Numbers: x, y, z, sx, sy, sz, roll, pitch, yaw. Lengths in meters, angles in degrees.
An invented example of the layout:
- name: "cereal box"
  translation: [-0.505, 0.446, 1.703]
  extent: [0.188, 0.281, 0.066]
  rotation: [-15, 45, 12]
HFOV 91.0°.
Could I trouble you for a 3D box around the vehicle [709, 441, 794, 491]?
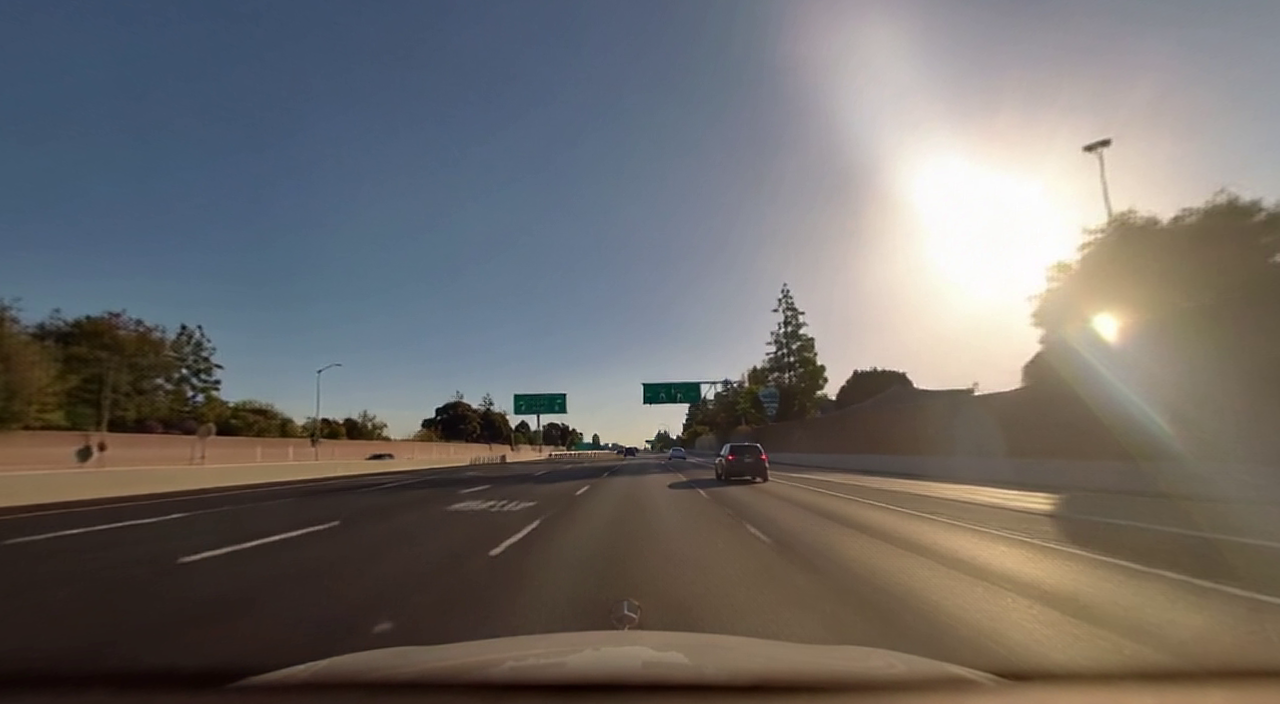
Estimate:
- name: "vehicle"
  translation: [3.645, 3.830, 21.456]
  extent: [2.033, 1.501, 4.398]
  rotation: [0, -9, -1]
